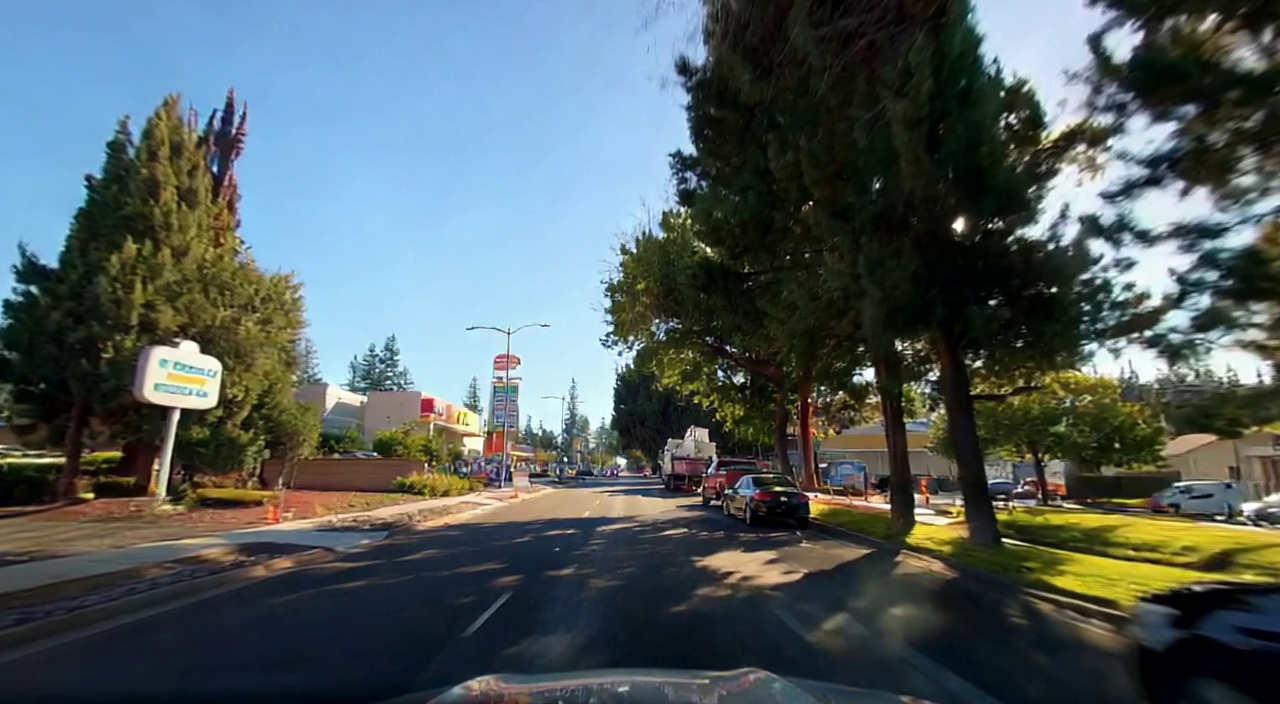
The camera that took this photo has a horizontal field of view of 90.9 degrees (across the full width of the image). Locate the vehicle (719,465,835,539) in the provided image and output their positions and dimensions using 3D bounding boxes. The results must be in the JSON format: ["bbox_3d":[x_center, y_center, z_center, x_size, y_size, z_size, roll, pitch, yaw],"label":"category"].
[{"bbox_3d":[3.131,3.526,15.261,1.844,1.498,3.898,1,-10,-1],"label":"vehicle"}]

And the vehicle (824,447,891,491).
[{"bbox_3d":[13.357,7.206,38.869,3.166,2.520,2.198,2,-11,-5],"label":"vehicle"}]

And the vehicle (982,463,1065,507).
[{"bbox_3d":[18.667,6.494,30.842,2.436,2.052,2.410,0,-11,2],"label":"vehicle"}]

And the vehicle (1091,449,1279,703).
[{"bbox_3d":[3.310,0.911,1.136,1.900,1.500,4.214,0,-10,1],"label":"vehicle"}]

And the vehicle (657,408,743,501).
[{"bbox_3d":[2.889,5.838,35.154,2.990,4.098,13.928,1,-10,-2],"label":"vehicle"}]
